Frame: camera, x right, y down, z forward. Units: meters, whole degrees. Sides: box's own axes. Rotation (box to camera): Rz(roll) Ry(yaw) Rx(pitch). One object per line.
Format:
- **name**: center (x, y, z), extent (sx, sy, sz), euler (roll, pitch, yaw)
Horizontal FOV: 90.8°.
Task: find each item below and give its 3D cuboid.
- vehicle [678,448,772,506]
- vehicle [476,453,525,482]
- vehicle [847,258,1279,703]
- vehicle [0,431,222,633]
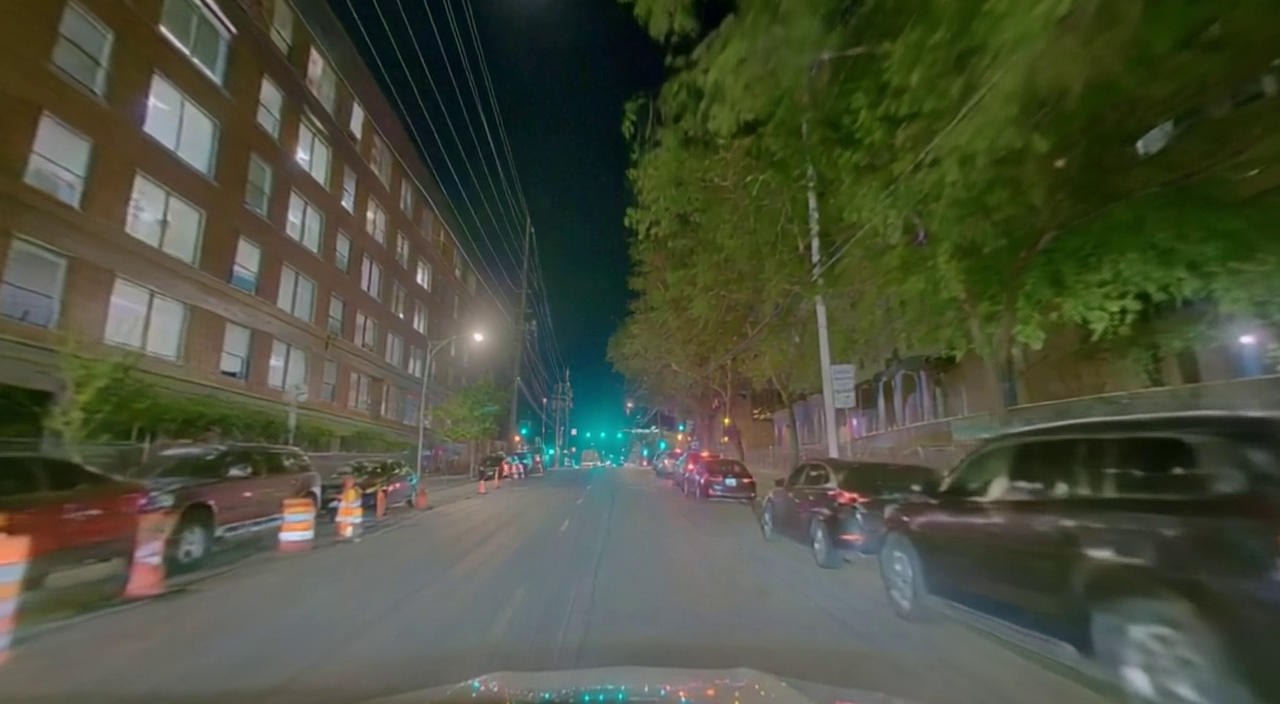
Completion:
- **vehicle**: center (2.435, 3.726, 19.375), extent (2.010, 1.499, 4.754), euler (1, -9, -3)
- **vehicle**: center (-7.543, 6.278, 34.579), extent (1.968, 1.450, 4.271), euler (1, -9, -3)
- **vehicle**: center (3.144, 1.007, 3.797), extent (1.994, 1.857, 4.393), euler (2, -14, -4)
- **vehicle**: center (-6.460, 1.635, 6.058), extent (1.971, 1.697, 4.450), euler (1, -9, -3)
